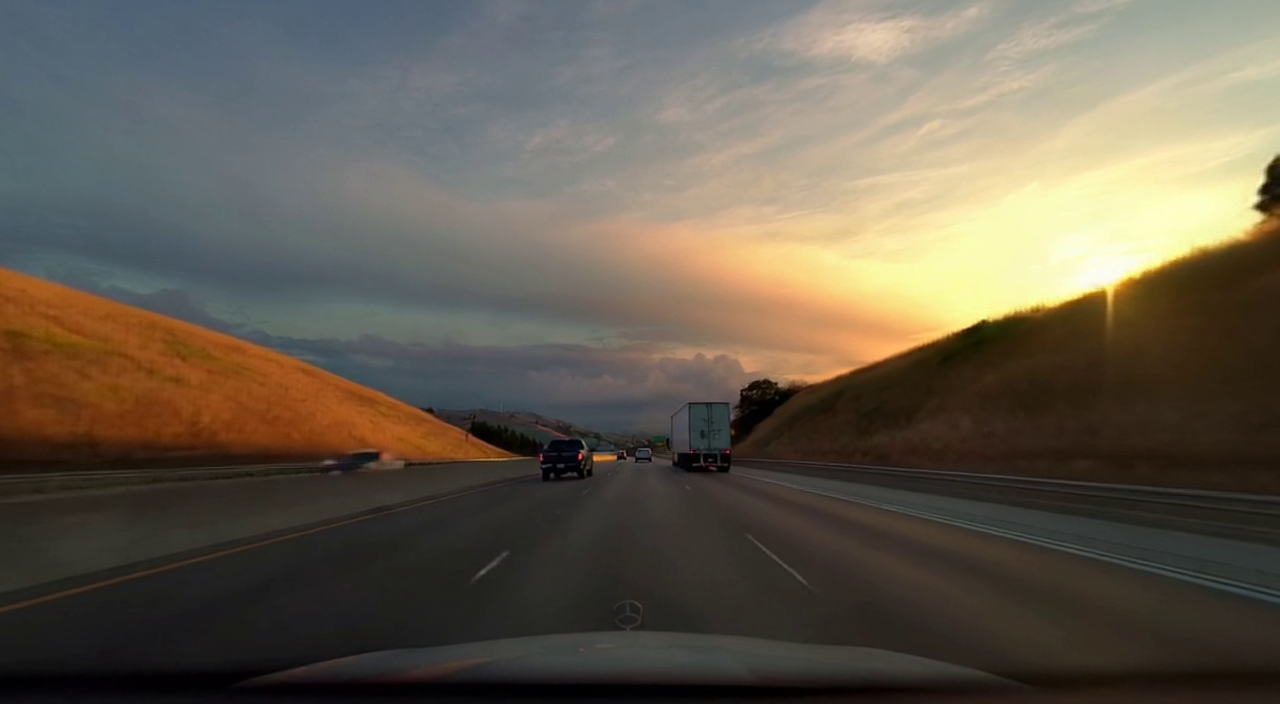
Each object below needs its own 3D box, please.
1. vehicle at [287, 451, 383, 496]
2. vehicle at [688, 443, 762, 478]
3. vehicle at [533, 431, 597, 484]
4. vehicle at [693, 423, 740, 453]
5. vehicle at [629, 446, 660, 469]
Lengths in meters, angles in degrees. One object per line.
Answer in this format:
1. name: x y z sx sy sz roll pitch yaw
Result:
1. vehicle: -12.471 4.939 26.079 1.738 1.676 4.144 0 -9 2
2. vehicle: 4.228 5.679 33.481 2.654 1.574 9.537 0 -9 0
3. vehicle: -3.097 4.515 27.094 2.142 2.044 4.446 0 -9 1
4. vehicle: 4.121 4.759 34.682 1.968 1.547 4.215 0 -9 -1
5. vehicle: 0.288 7.422 44.311 2.086 1.497 3.681 0 -9 0
